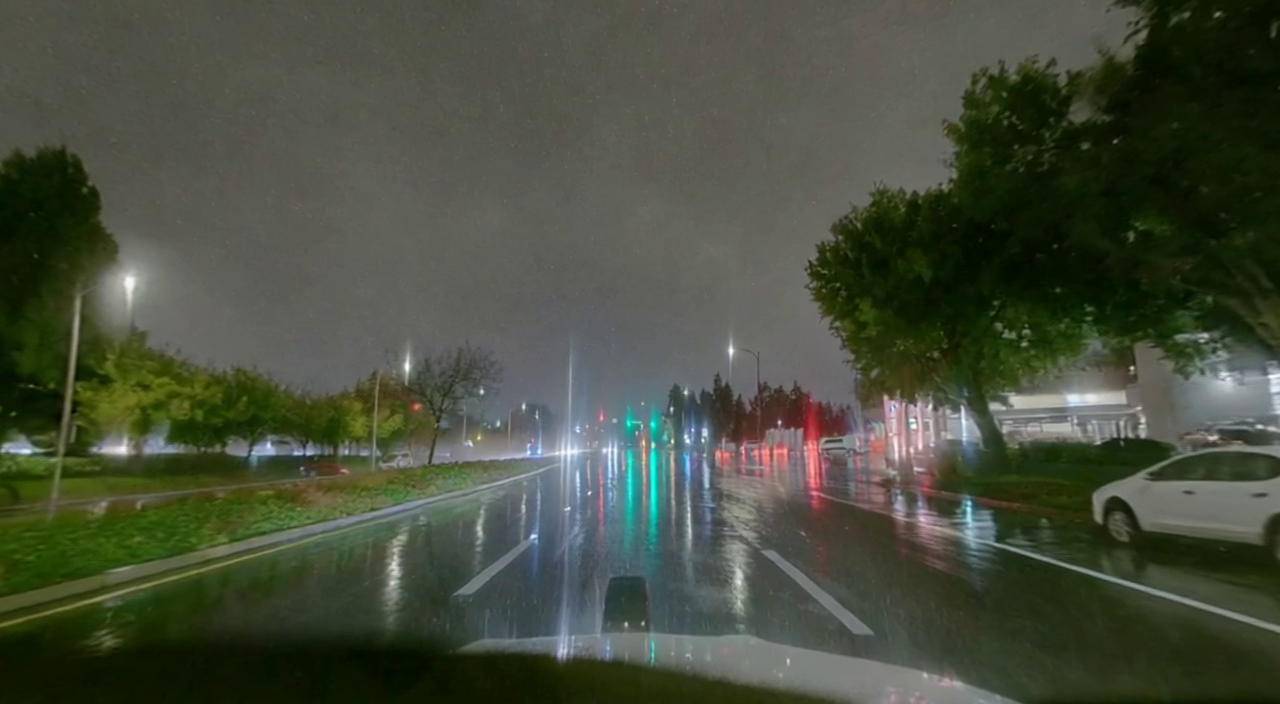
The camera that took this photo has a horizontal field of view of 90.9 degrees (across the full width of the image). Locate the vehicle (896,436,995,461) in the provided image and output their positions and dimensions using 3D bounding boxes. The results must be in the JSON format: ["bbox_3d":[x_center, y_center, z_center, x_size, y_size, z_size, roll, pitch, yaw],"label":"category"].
[{"bbox_3d":[18.265,5.782,37.815,4.813,1.464,2.073,0,-8,-1],"label":"vehicle"}]

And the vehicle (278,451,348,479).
[{"bbox_3d":[-22.315,7.695,43.247,2.067,1.743,5.056,0,-8,0],"label":"vehicle"}]

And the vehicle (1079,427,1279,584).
[{"bbox_3d":[7.110,1.516,6.367,1.984,1.485,4.629,0,-8,0],"label":"vehicle"}]
